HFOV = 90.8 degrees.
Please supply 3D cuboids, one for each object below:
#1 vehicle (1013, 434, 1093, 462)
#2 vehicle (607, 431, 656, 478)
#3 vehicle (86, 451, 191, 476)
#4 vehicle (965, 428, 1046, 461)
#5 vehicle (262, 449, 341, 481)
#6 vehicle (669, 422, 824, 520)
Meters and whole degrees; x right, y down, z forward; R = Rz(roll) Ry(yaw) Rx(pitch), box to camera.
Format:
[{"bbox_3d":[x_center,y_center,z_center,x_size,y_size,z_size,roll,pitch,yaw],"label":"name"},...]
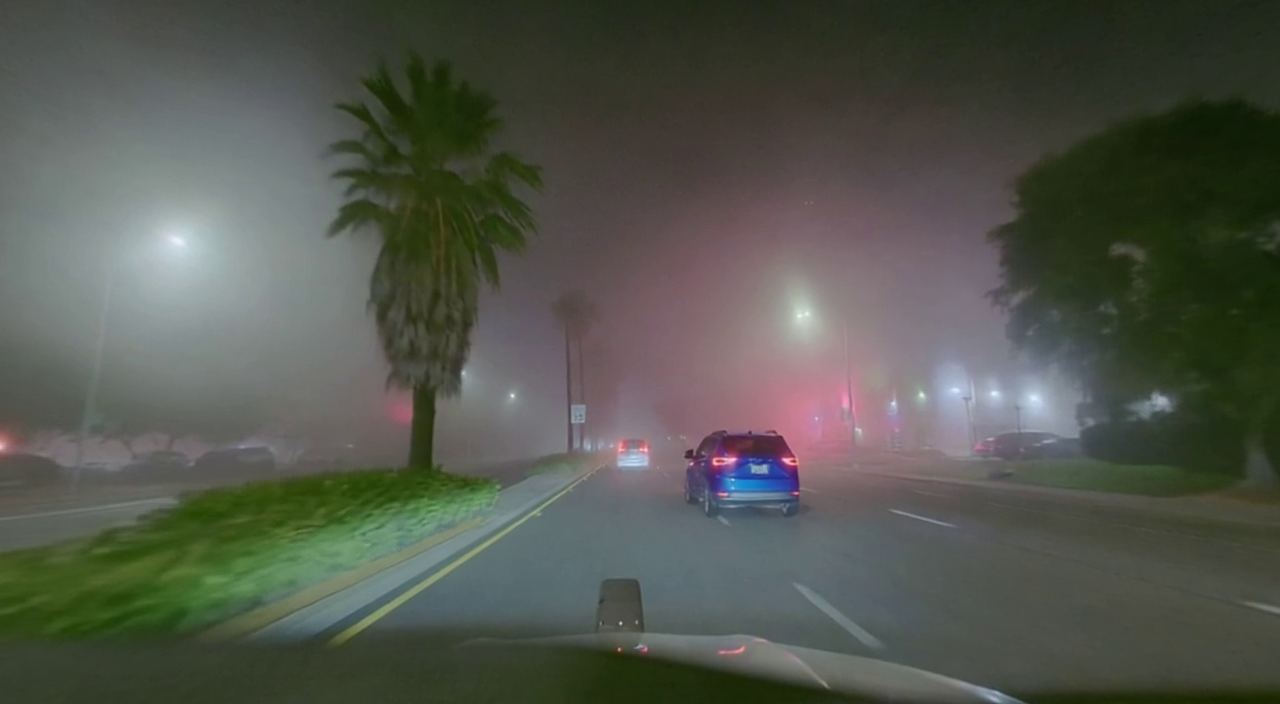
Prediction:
[{"bbox_3d":[23.957,5.601,36.803,2.004,1.519,3.714,0,-8,-3],"label":"vehicle"},{"bbox_3d":[-0.350,4.388,27.318,1.981,1.854,3.983,0,-8,0],"label":"vehicle"},{"bbox_3d":[-32.116,7.133,40.536,4.903,1.451,2.031,0,-8,-2],"label":"vehicle"},{"bbox_3d":[21.168,5.404,36.860,1.894,1.784,4.571,-1,-8,-1],"label":"vehicle"},{"bbox_3d":[-19.799,6.618,37.219,2.029,1.723,4.639,0,-8,1],"label":"vehicle"},{"bbox_3d":[1.959,2.391,13.217,2.239,1.693,4.301,0,-8,-4],"label":"vehicle"}]
